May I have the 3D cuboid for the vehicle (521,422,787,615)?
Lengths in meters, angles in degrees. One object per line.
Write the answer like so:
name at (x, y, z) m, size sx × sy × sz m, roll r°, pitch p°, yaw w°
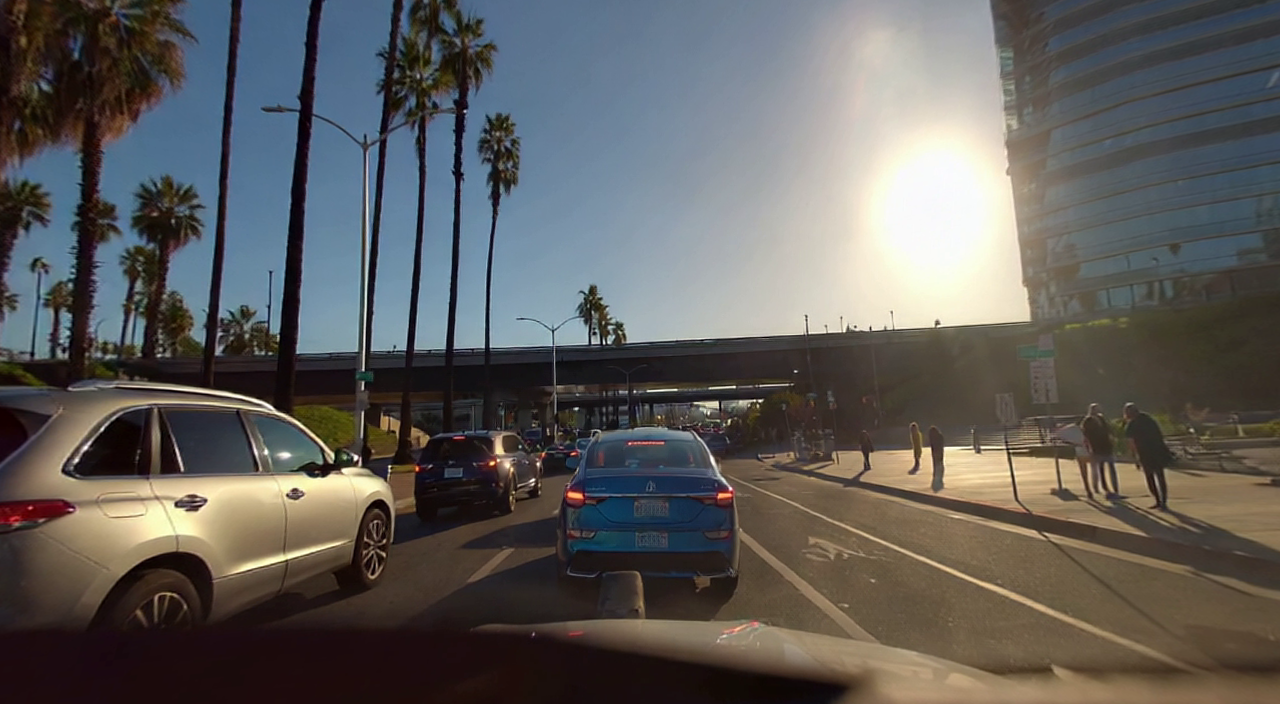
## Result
vehicle at (0.090, 1.591, 6.989) m, size 2.036 × 1.461 × 4.129 m, roll 0°, pitch -8°, yaw 0°

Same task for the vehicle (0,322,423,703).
vehicle at (-3.261, 1.063, 4.187) m, size 2.014 × 1.740 × 4.359 m, roll 0°, pitch -8°, yaw 1°

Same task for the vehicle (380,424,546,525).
vehicle at (-3.198, 2.300, 12.385) m, size 1.955 × 1.637 × 4.032 m, roll 0°, pitch -8°, yaw 2°
